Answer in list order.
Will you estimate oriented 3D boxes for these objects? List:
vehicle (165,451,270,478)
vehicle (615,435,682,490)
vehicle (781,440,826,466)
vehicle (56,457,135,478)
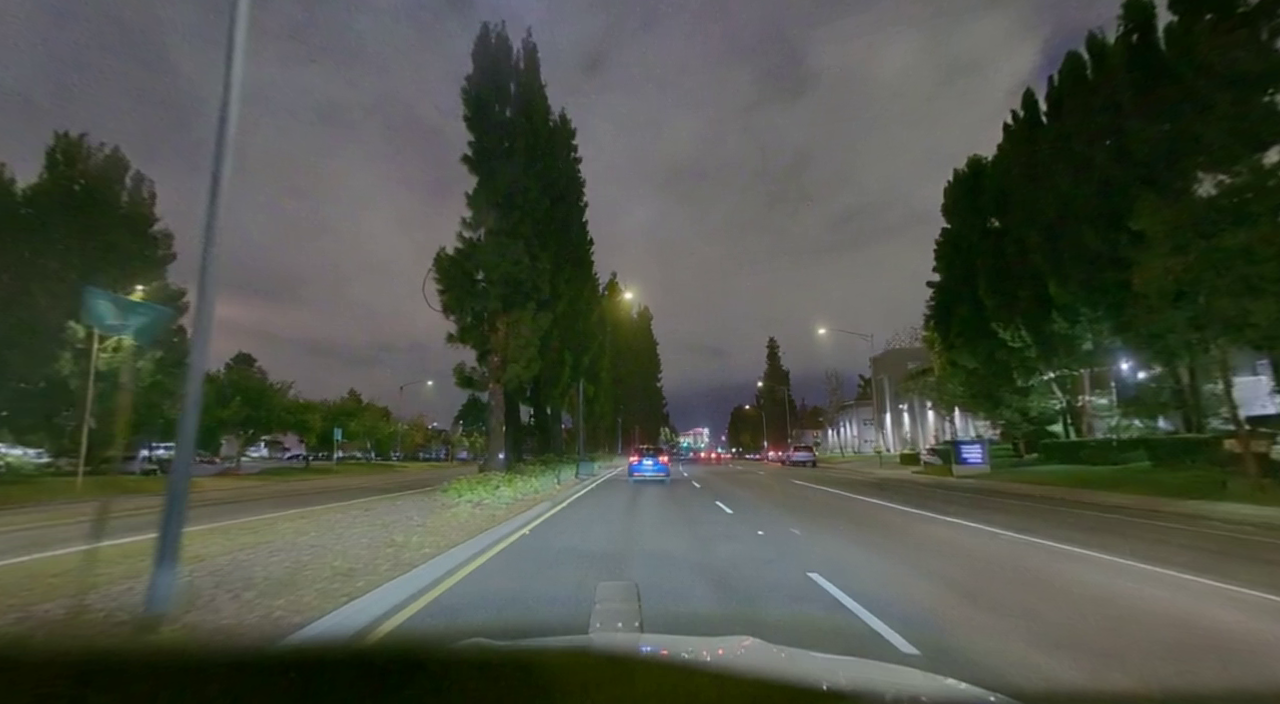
[{"bbox_3d":[-23.792,6.349,35.719,4.490,1.407,1.864,1,-8,-5],"label":"vehicle"},{"bbox_3d":[0.301,3.750,21.796,2.085,1.693,4.301,0,-8,1],"label":"vehicle"},{"bbox_3d":[12.306,7.667,48.009,2.139,1.849,5.246,0,-8,2],"label":"vehicle"},{"bbox_3d":[-41.767,8.828,48.559,4.109,1.496,1.929,1,-9,-9],"label":"vehicle"}]
